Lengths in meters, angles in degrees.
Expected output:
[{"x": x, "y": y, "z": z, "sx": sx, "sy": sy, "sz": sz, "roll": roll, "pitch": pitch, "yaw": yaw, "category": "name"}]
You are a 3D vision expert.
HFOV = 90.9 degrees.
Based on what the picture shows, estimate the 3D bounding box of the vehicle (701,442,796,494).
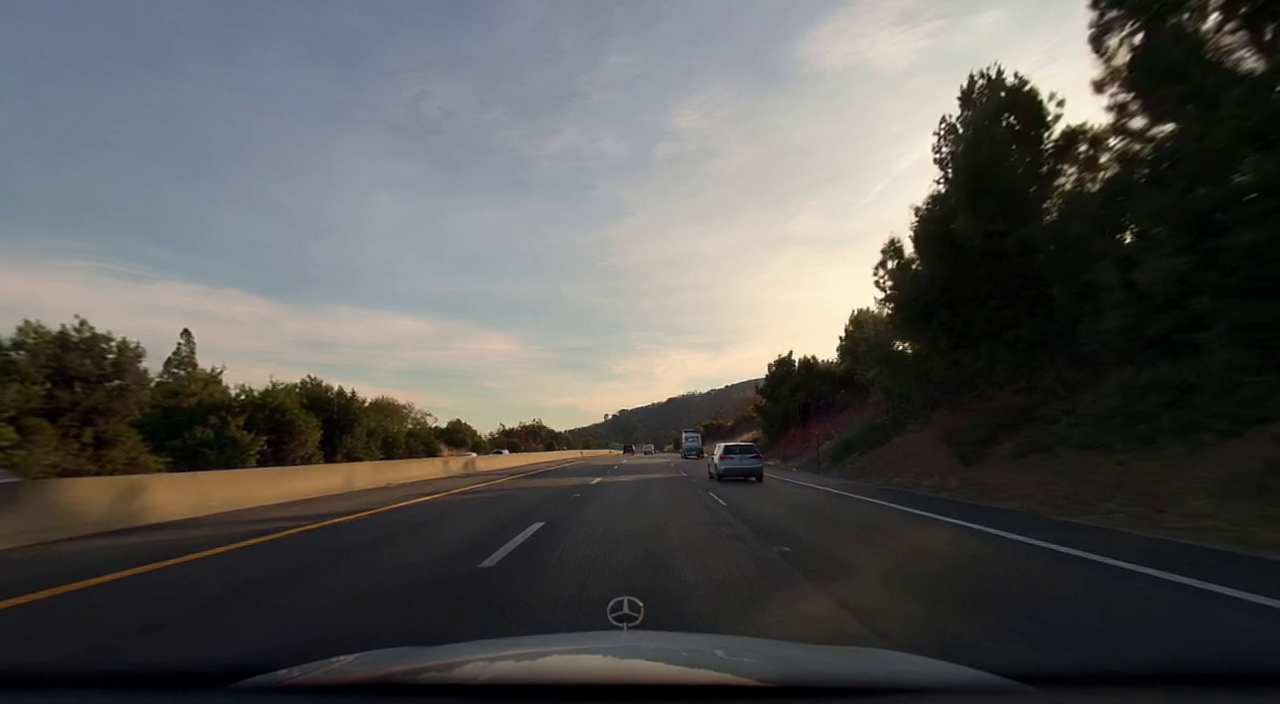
[{"x": 3.362, "y": 3.707, "z": 20.594, "sx": 2.193, "sy": 1.462, "sz": 4.533, "roll": 0, "pitch": -8, "yaw": -1, "category": "vehicle"}]
